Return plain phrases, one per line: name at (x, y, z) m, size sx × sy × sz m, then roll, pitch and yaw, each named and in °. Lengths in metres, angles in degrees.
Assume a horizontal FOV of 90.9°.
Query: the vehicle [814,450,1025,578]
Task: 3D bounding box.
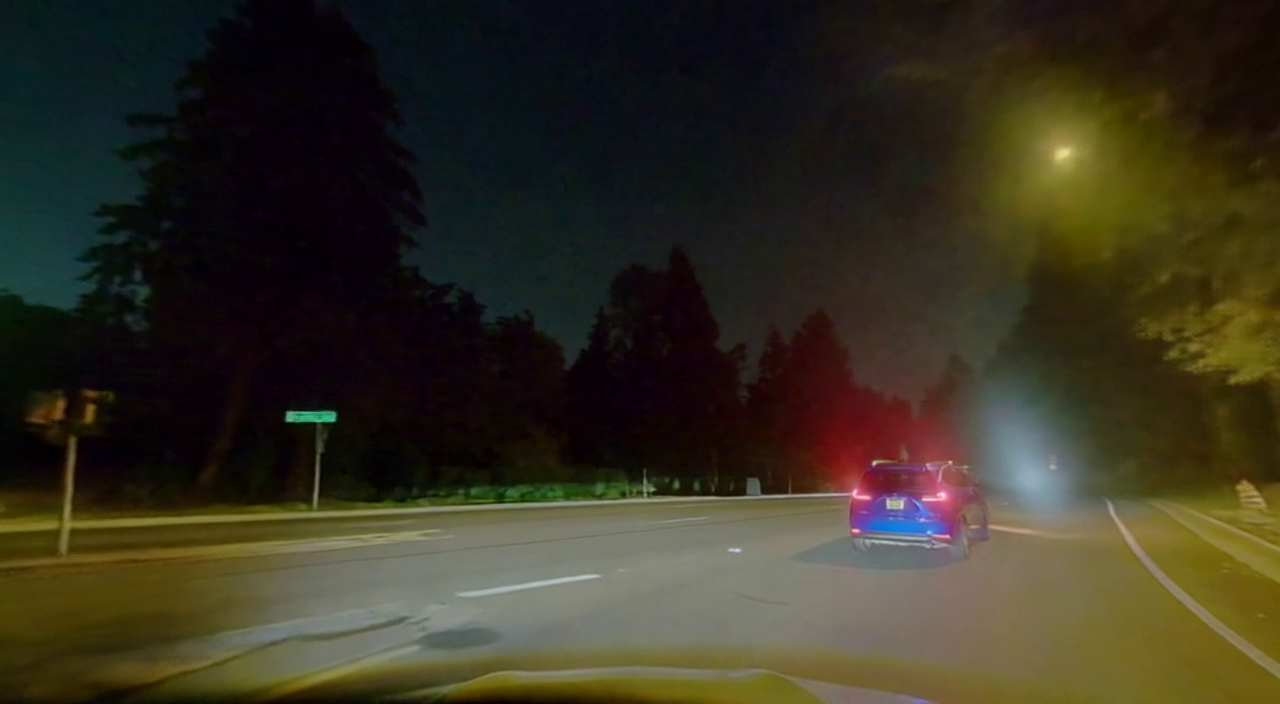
vehicle at (4.605, 2.339, 10.044) m, size 2.148 × 1.521 × 4.089 m, roll -6°, pitch -10°, yaw 36°
